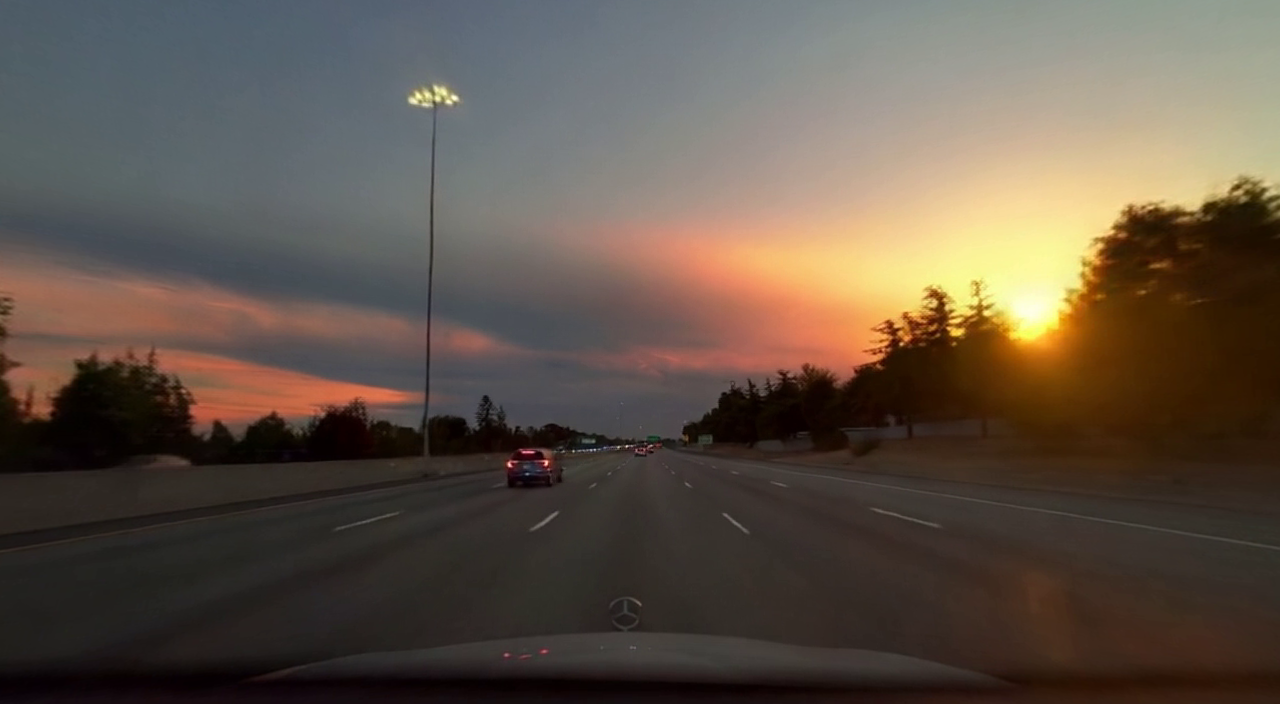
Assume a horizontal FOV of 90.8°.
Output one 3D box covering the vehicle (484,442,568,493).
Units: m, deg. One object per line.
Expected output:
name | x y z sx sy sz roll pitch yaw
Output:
vehicle | -3.703 3.837 21.313 1.979 1.521 4.147 0 -9 1

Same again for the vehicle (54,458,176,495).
vehicle | -23.474 5.565 28.456 1.906 1.473 4.145 0 -9 0
